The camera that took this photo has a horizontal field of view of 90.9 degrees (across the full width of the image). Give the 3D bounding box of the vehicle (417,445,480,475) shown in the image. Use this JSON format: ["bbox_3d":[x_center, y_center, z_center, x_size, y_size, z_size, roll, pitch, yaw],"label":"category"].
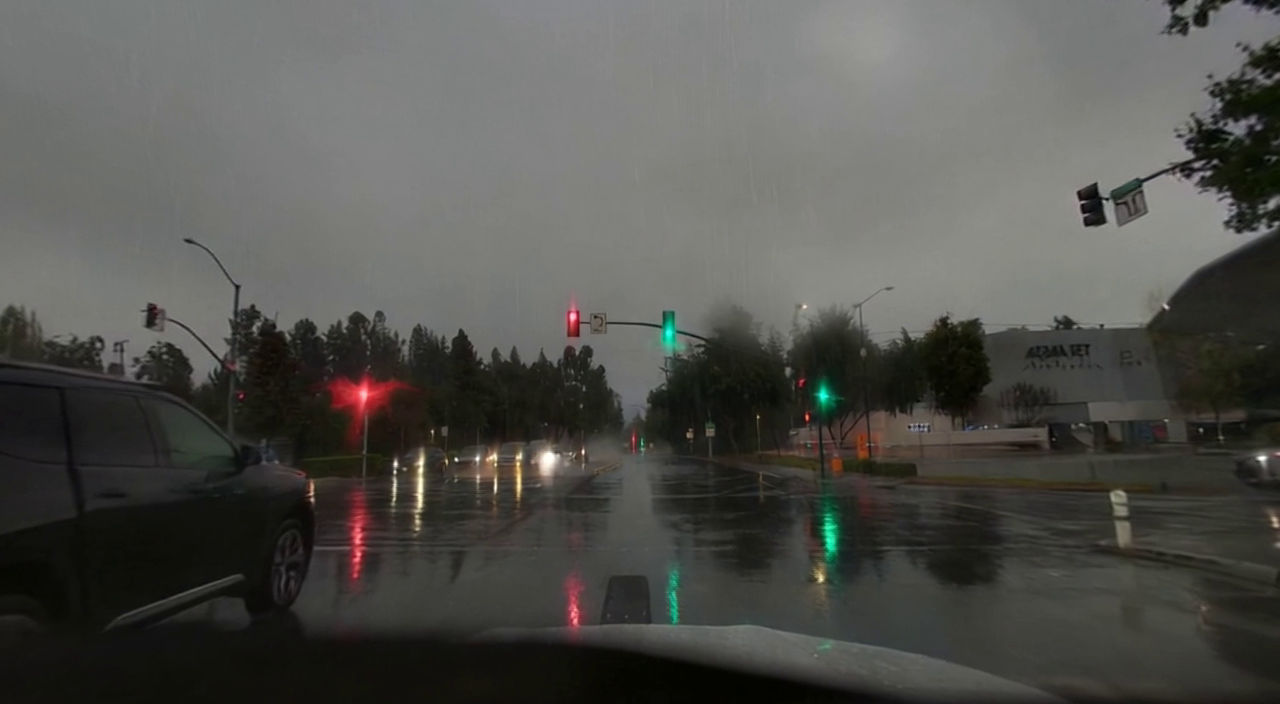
[{"bbox_3d":[-10.638,6.009,35.399,2.041,1.548,4.868,0,-8,0],"label":"vehicle"}]

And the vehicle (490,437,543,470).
[{"bbox_3d":[-7.177,5.949,37.182,2.081,1.818,4.782,0,-8,1],"label":"vehicle"}]

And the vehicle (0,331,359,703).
[{"bbox_3d":[-3.691,1.030,3.974,2.000,1.789,4.638,1,-8,-5],"label":"vehicle"}]

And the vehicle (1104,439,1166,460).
[{"bbox_3d":[38.477,7.594,49.172,1.837,1.514,4.786,-2,-8,13],"label":"vehicle"}]

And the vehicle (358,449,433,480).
[{"bbox_3d":[-13.063,6.013,34.079,2.011,1.480,4.747,0,-8,2],"label":"vehicle"}]

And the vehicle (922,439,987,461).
[{"bbox_3d":[21.482,6.691,43.067,3.576,1.425,1.702,2,-8,-11],"label":"vehicle"}]
